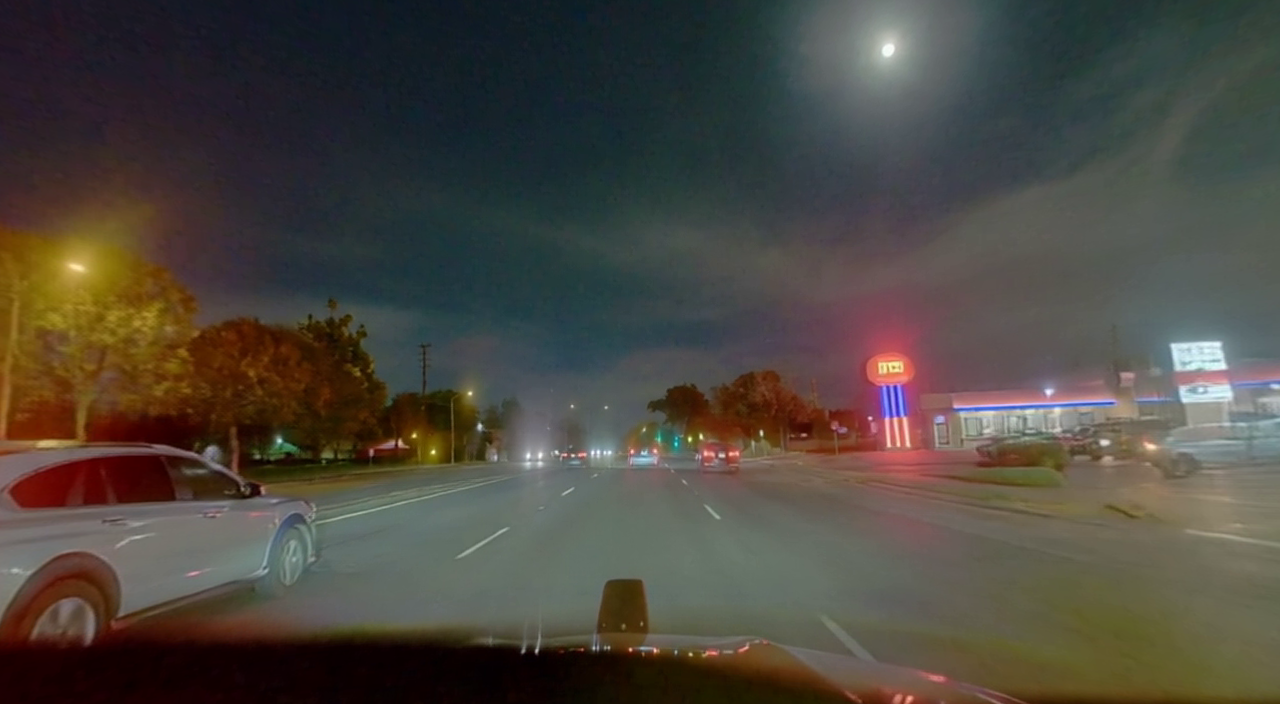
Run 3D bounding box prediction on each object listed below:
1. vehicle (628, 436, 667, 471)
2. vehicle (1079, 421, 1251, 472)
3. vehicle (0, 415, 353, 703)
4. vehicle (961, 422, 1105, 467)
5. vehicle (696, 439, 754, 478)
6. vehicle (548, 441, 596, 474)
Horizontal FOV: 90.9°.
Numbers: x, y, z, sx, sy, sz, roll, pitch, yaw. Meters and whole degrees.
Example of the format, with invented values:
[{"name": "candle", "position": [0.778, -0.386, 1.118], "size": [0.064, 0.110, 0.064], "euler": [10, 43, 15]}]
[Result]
[{"name": "vehicle", "position": [0.421, 5.945, 37.052], "size": [2.193, 1.873, 4.033], "euler": [0, -9, 0]}, {"name": "vehicle", "position": [16.391, 2.993, 20.009], "size": [1.891, 1.440, 4.045], "euler": [1, -9, -1]}, {"name": "vehicle", "position": [-3.999, 1.245, 4.353], "size": [1.908, 1.481, 4.351], "euler": [0, -9, 1]}, {"name": "vehicle", "position": [16.839, 4.035, 27.302], "size": [1.945, 1.690, 4.833], "euler": [1, -9, -27]}, {"name": "vehicle", "position": [3.613, 4.613, 27.472], "size": [1.922, 1.579, 3.642], "euler": [1, -9, -1]}, {"name": "vehicle", "position": [-3.613, 5.686, 34.195], "size": [2.026, 1.665, 4.193], "euler": [0, -9, 1]}]
